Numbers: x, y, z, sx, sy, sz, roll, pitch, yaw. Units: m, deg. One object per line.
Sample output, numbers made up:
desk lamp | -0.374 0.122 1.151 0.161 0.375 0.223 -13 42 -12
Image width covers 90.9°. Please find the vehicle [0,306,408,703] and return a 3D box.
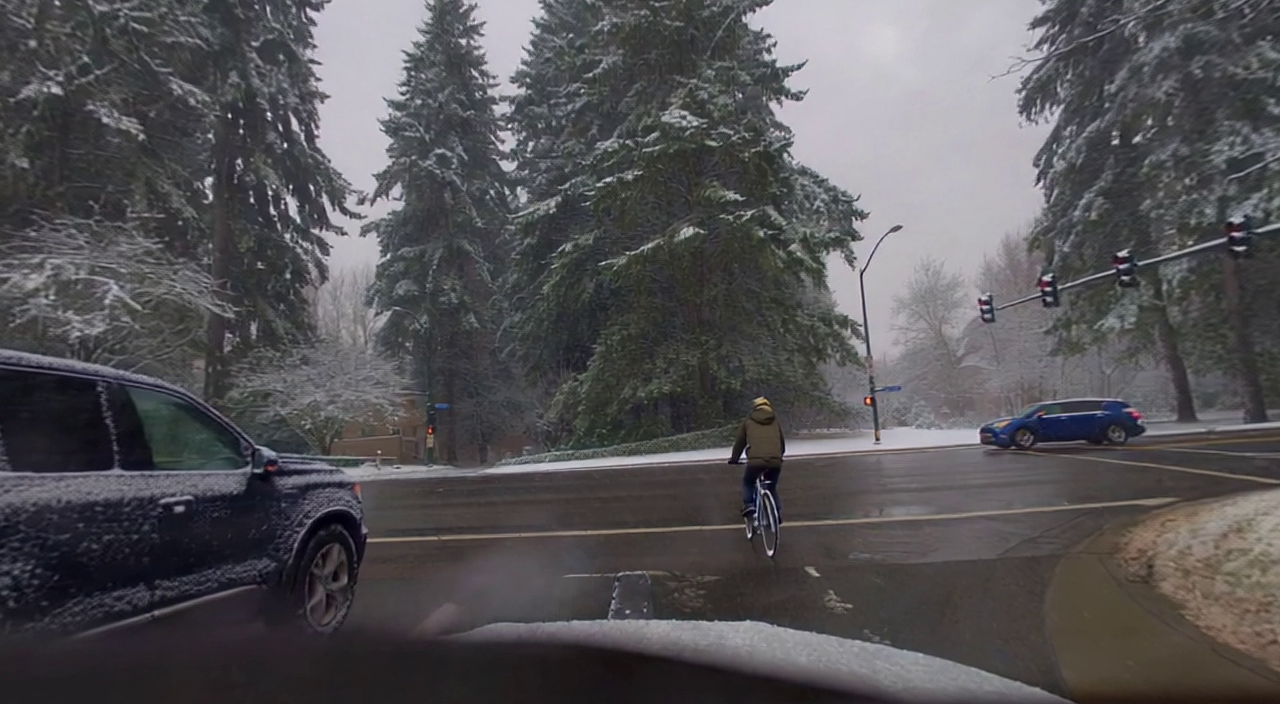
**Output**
vehicle | -2.963 0.887 2.863 2.049 1.756 4.602 0 -8 0

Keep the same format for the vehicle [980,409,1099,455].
vehicle | 18.571 3.751 29.372 4.237 1.948 1.997 0 -9 -9

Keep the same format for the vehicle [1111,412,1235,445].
vehicle | 25.744 3.739 30.485 4.716 1.507 1.904 2 -9 -11
